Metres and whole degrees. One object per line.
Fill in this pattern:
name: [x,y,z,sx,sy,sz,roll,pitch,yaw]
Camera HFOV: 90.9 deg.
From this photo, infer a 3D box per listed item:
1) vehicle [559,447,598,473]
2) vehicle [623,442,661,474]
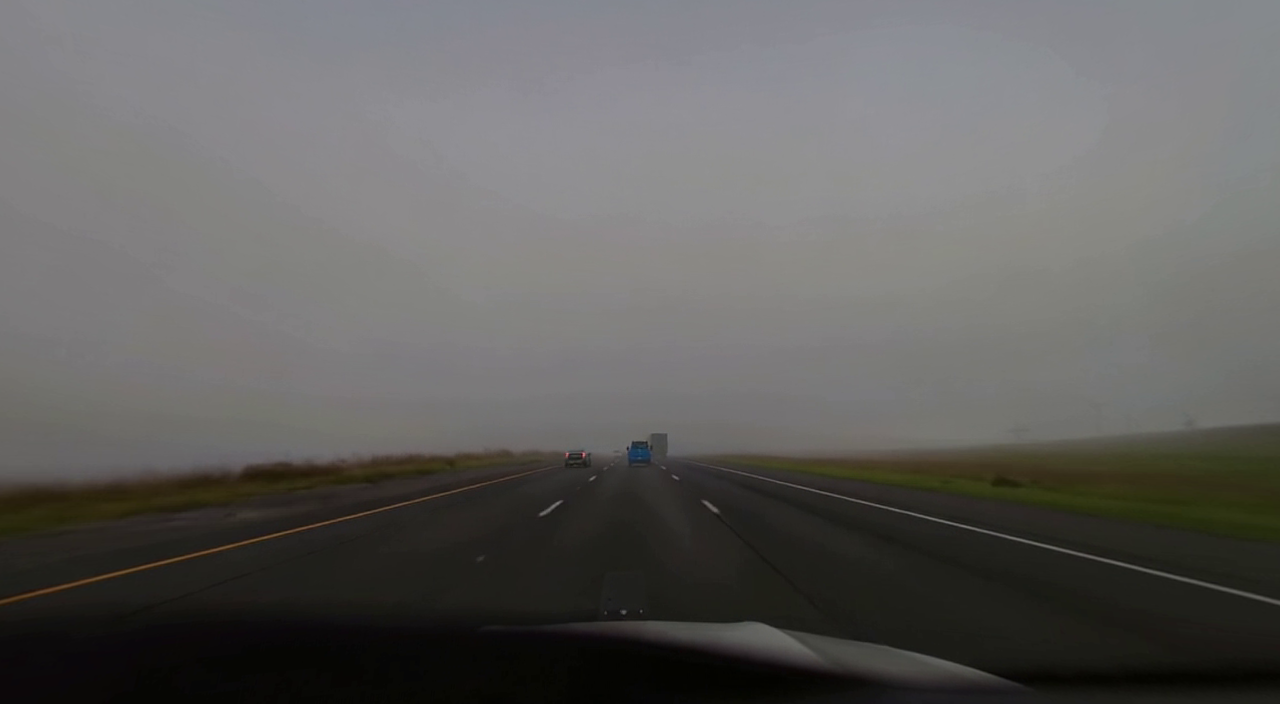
vehicle: [-3.809,6.726,39.424,1.984,1.491,4.341,0,-9,0]
vehicle: [0.106,6.114,36.473,2.083,1.689,4.083,0,-9,0]
